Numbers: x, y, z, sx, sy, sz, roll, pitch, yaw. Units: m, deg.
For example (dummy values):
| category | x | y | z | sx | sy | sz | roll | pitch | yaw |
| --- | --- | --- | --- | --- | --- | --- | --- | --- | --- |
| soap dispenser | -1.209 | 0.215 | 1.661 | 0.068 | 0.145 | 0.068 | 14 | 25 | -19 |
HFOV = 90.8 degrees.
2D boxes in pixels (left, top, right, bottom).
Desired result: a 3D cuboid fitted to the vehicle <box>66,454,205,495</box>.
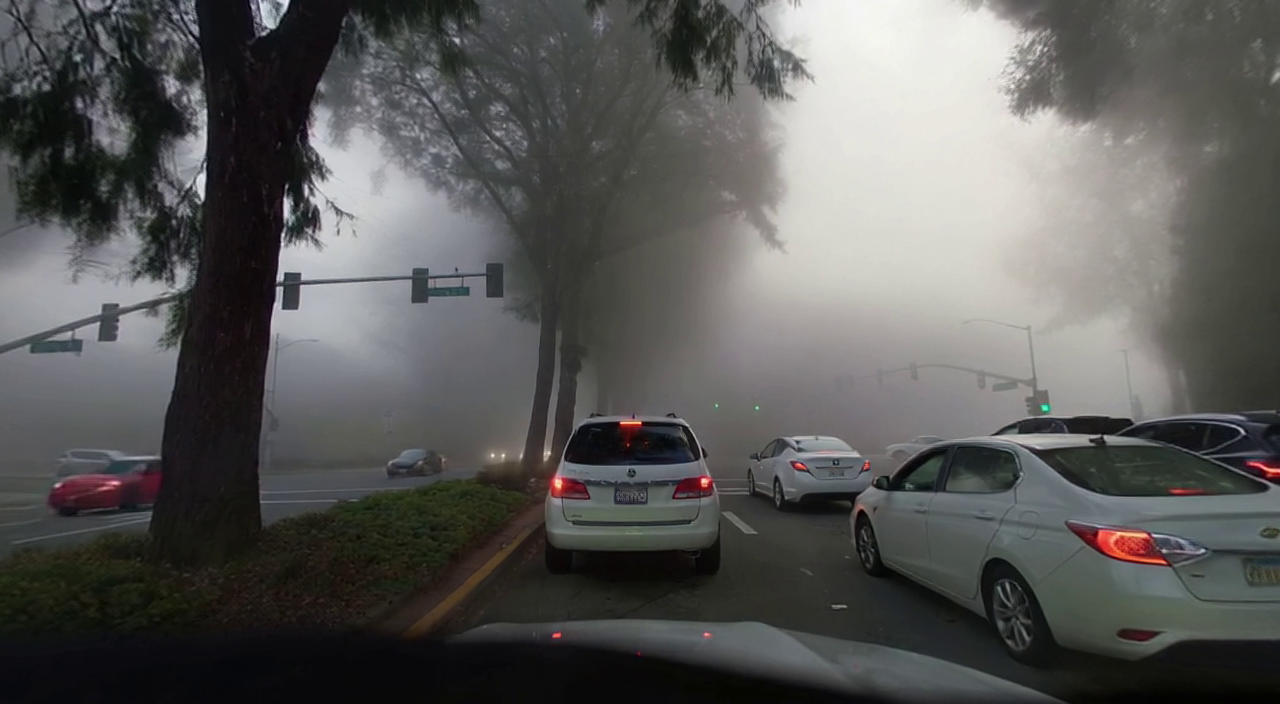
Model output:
| category | x | y | z | sx | sy | sz | roll | pitch | yaw |
| --- | --- | --- | --- | --- | --- | --- | --- | --- | --- |
| vehicle | -20.615 | 5.004 | 26.140 | 1.899 | 1.469 | 4.668 | 0 | -9 | 0 |

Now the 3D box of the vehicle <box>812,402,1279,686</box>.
| category | x | y | z | sx | sy | sz | roll | pitch | yaw |
| --- | --- | --- | --- | --- | --- | --- | --- | --- | --- |
| vehicle | 3.369 | 1.419 | 5.962 | 2.034 | 1.558 | 4.774 | 0 | -9 | -1 |

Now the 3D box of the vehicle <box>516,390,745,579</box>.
| category | x | y | z | sx | sy | sz | roll | pitch | yaw |
| --- | --- | --- | --- | --- | --- | --- | --- | --- | --- |
| vehicle | -0.199 | 1.621 | 8.445 | 2.236 | 1.827 | 4.316 | 1 | -9 | -3 |

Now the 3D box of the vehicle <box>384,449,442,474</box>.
| category | x | y | z | sx | sy | sz | roll | pitch | yaw |
| --- | --- | --- | --- | --- | --- | --- | --- | --- | --- |
| vehicle | -14.599 | 7.042 | 40.824 | 2.035 | 1.454 | 4.513 | 0 | -9 | 0 |
